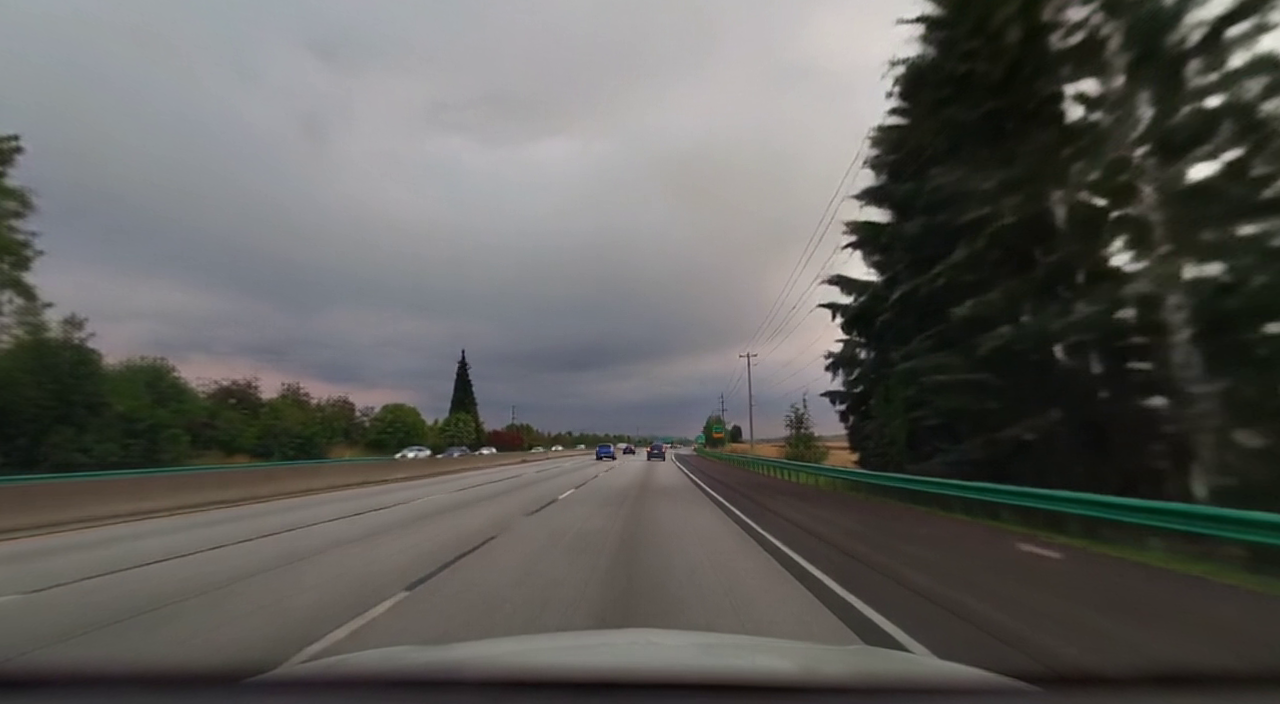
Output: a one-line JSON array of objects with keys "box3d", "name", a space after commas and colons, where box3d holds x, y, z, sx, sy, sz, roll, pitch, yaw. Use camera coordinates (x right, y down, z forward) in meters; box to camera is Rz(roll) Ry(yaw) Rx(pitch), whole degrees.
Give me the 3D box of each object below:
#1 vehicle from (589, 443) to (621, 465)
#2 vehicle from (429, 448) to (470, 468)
[{"box3d": [-2.632, 7.724, 47.883, 2.021, 1.515, 4.453, 0, -8, 2], "name": "vehicle"}, {"box3d": [-15.007, 8.339, 49.708, 1.893, 1.494, 3.933, 0, -8, 1], "name": "vehicle"}]
